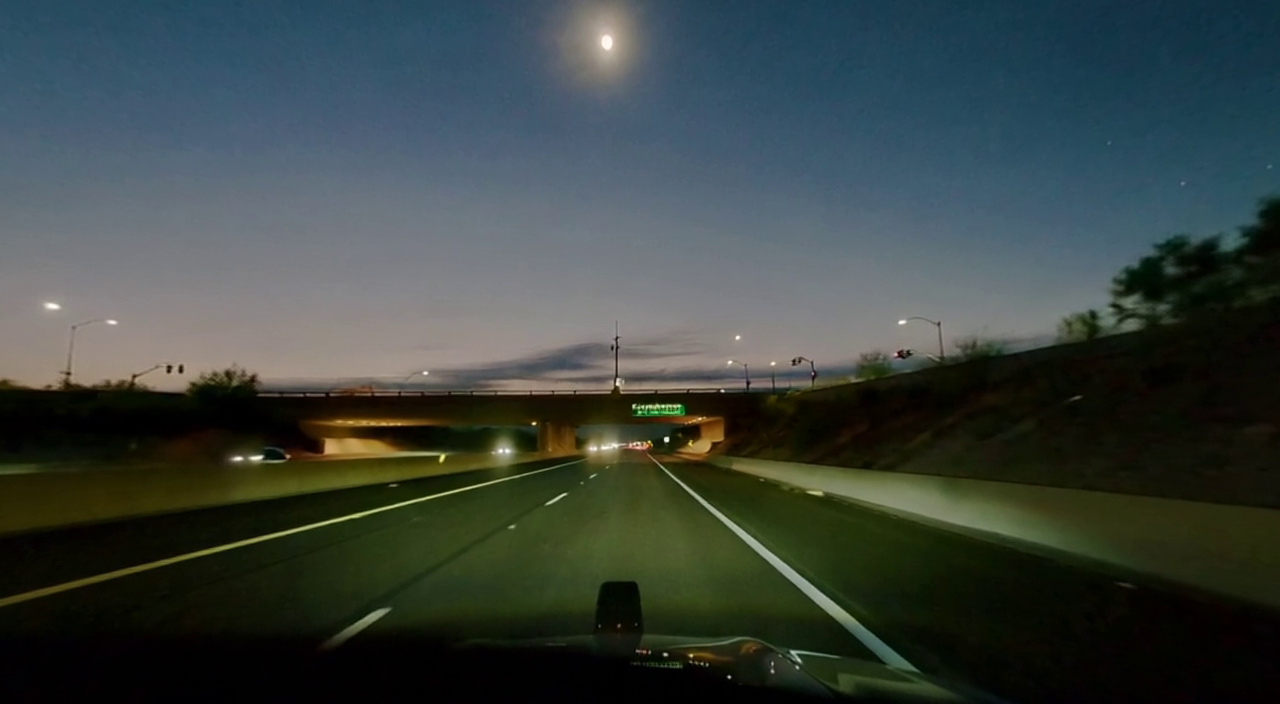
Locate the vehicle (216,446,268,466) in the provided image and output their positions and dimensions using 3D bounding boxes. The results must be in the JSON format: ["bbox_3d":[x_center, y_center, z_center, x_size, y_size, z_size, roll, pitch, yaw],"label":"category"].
[{"bbox_3d":[-31.198,8.141,49.418,1.631,1.429,3.685,-1,-9,1],"label":"vehicle"}]
